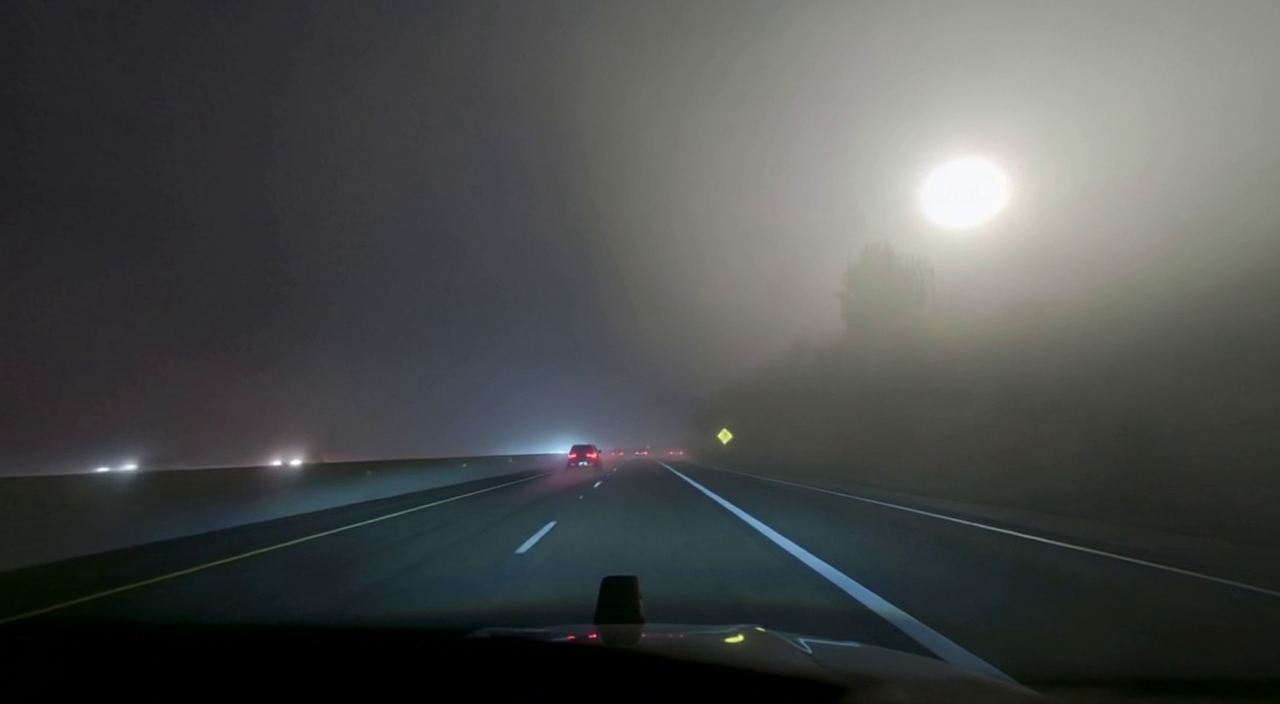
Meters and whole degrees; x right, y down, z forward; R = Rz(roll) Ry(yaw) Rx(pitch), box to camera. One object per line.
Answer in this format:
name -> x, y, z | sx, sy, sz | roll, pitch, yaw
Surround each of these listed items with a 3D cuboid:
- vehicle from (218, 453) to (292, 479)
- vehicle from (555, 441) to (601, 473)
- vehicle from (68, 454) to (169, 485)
vehicle -> -25.172, 7.462, 41.404 | 1.889, 1.543, 4.660 | 0, -9, 0
vehicle -> -3.409, 5.860, 35.350 | 2.070, 1.707, 4.309 | 0, -9, 1
vehicle -> -32.610, 7.321, 39.597 | 2.110, 1.758, 4.878 | 0, -9, 0
